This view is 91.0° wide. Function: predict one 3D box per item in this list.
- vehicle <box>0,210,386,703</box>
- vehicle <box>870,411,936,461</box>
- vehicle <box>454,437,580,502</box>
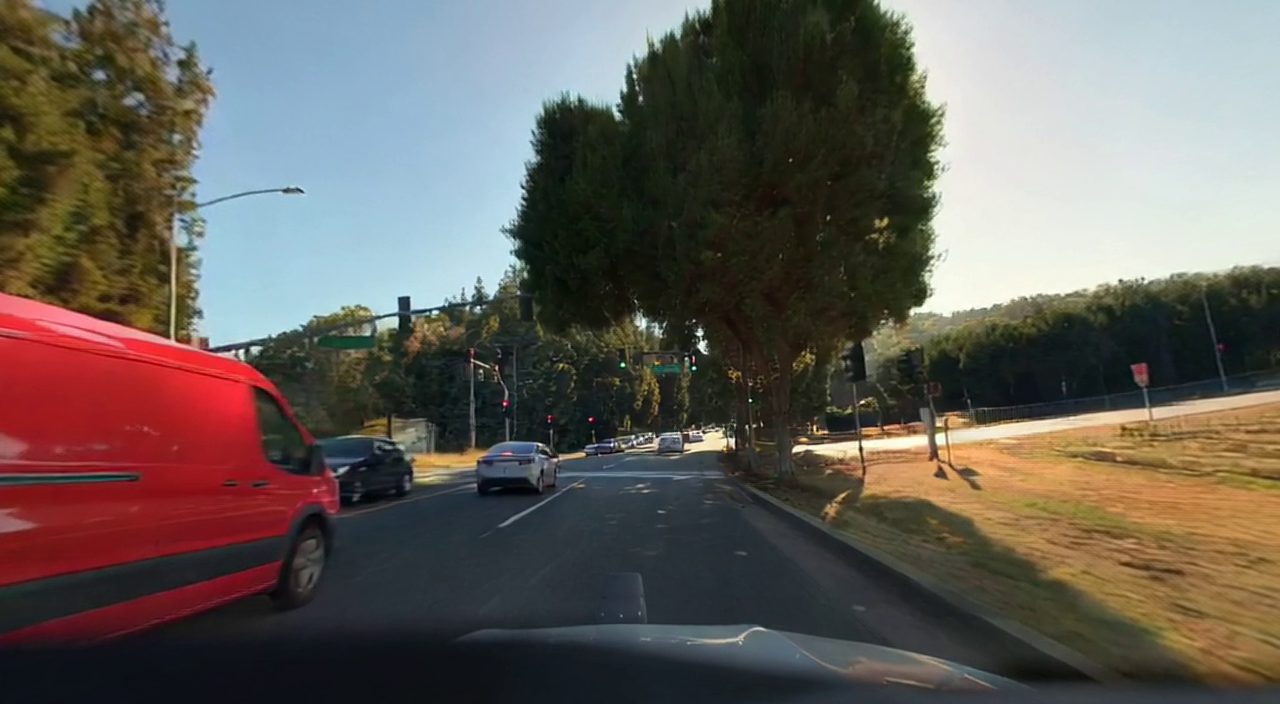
[{"bbox_3d":[-3.522,0.702,3.087,2.362,2.185,5.212,0,-8,0],"label":"vehicle"},{"bbox_3d":[10.337,3.318,24.737,2.434,1.886,1.216,6,-11,-36],"label":"vehicle"},{"bbox_3d":[-3.090,3.068,16.967,2.088,1.484,4.572,-1,-8,5],"label":"vehicle"}]
